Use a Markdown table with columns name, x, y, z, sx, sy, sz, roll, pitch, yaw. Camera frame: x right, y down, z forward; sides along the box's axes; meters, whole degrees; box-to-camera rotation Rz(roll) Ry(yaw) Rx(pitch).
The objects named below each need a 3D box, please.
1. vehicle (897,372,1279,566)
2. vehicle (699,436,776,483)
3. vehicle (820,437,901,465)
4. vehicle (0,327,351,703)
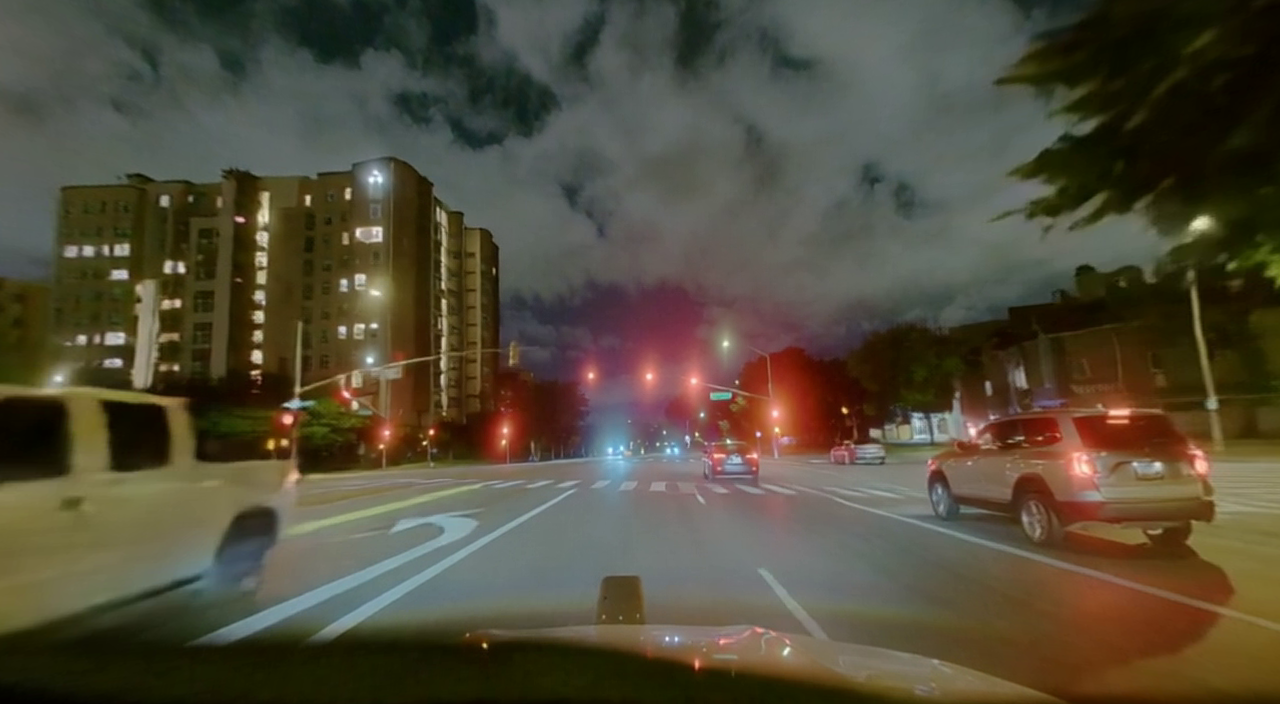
| name | x | y | z | sx | sy | sz | roll | pitch | yaw |
| --- | --- | --- | --- | --- | --- | --- | --- | --- | --- |
| vehicle | 6.307 | 1.635 | 9.521 | 2.427 | 2.017 | 5.763 | 0 | -8 | 0 |
| vehicle | 3.322 | 3.778 | 22.449 | 2.003 | 1.480 | 4.494 | 0 | -8 | 0 |
| vehicle | 13.498 | 6.046 | 38.749 | 2.051 | 1.589 | 4.135 | 8 | -12 | -43 |
| vehicle | -3.578 | 0.896 | 3.364 | 2.065 | 1.716 | 4.265 | 0 | -8 | -1 |
